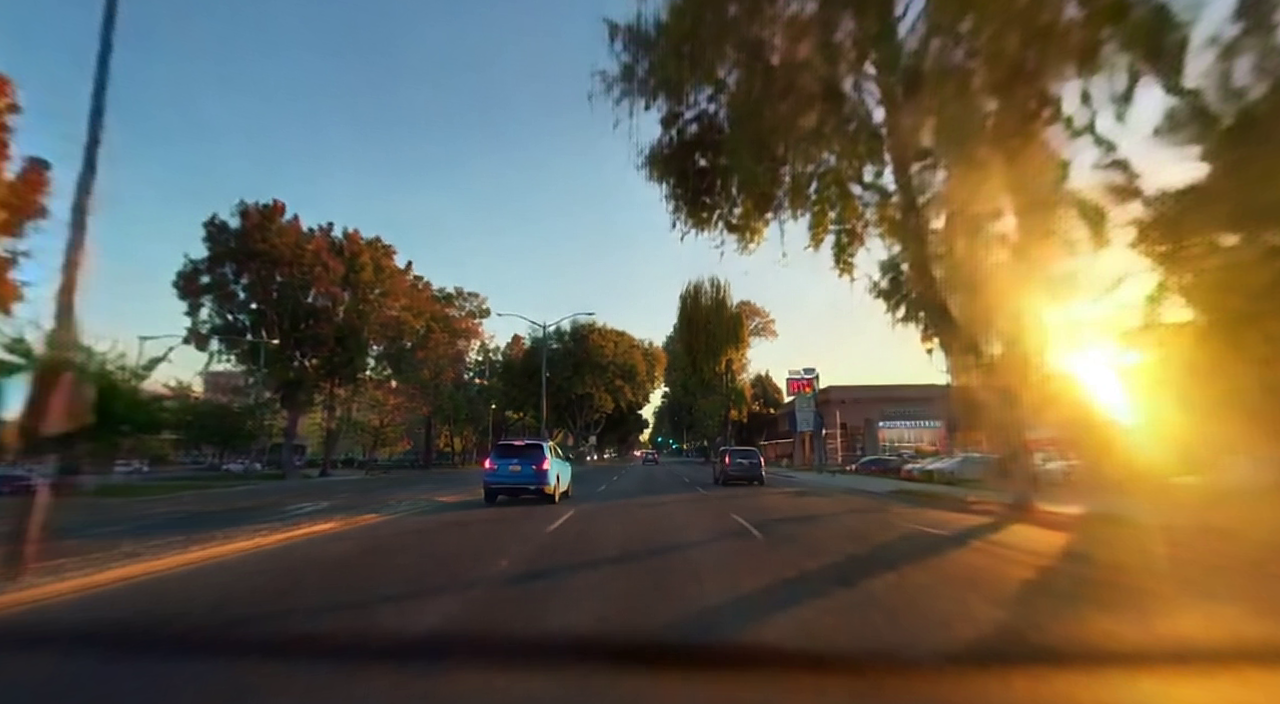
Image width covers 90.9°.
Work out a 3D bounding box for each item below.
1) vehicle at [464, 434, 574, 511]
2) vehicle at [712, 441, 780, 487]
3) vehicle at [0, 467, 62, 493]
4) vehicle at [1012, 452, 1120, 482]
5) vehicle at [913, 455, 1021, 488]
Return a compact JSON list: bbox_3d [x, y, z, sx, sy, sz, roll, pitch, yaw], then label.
[{"bbox_3d":[-3.121,3.209,17.295,2.047,1.810,4.414,0,-9,1],"label":"vehicle"},{"bbox_3d":[4.422,4.732,26.964,2.083,1.779,4.347,0,-9,-1],"label":"vehicle"},{"bbox_3d":[-38.878,8.099,40.099,3.857,1.463,1.808,-5,-10,28],"label":"vehicle"},{"bbox_3d":[29.371,7.907,43.587,5.672,1.918,2.236,0,-9,4],"label":"vehicle"},{"bbox_3d":[16.797,6.132,32.557,4.479,1.445,1.946,-1,-8,-2],"label":"vehicle"}]
